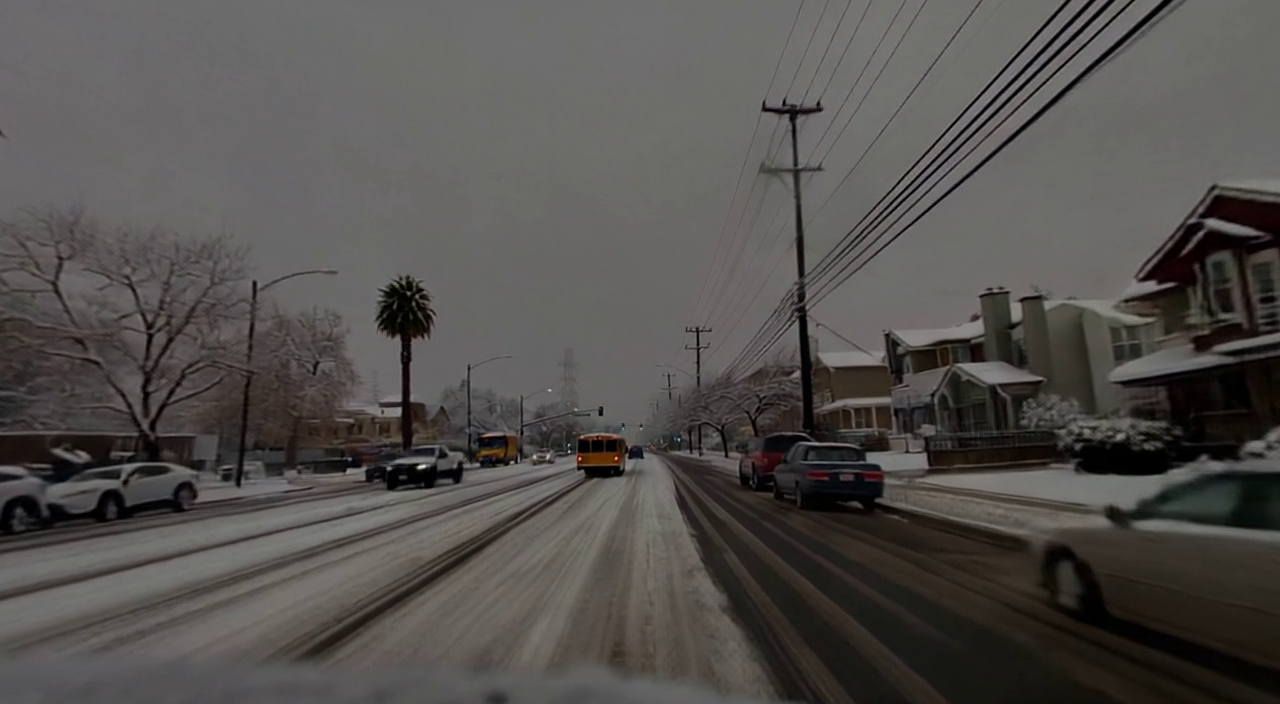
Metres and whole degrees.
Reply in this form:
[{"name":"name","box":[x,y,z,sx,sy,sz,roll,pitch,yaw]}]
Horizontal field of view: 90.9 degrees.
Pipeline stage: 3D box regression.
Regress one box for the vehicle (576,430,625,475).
[{"name":"vehicle","box":[-1.848,4.933,31.070,2.168,2.040,4.527,0,-9,-1]}]

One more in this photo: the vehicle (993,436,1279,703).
[{"name":"vehicle","box":[4.085,1.172,3.406,1.782,1.410,4.388,0,-9,0]}]

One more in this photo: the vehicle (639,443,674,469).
[{"name":"vehicle","box":[1.065,6.445,39.279,2.063,1.495,3.849,0,-9,2]}]

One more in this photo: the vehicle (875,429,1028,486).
[{"name":"vehicle","box":[9.663,3.299,20.074,1.872,1.518,4.591,-1,-8,-10]}]

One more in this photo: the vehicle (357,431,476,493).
[{"name":"vehicle","box":[-8.554,4.268,24.848,2.653,1.964,5.699,-3,-9,0]}]

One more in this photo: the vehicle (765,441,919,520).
[{"name":"vehicle","box":[4.271,2.779,14.264,1.838,1.458,4.750,0,-9,-1]}]

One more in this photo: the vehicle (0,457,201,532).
[{"name":"vehicle","box":[-14.453,3.750,17.148,2.045,1.513,4.464,-5,-8,-3]}]

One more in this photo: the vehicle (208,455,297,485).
[{"name":"vehicle","box":[-20.516,6.261,33.455,3.558,1.480,1.670,0,-9,1]}]
